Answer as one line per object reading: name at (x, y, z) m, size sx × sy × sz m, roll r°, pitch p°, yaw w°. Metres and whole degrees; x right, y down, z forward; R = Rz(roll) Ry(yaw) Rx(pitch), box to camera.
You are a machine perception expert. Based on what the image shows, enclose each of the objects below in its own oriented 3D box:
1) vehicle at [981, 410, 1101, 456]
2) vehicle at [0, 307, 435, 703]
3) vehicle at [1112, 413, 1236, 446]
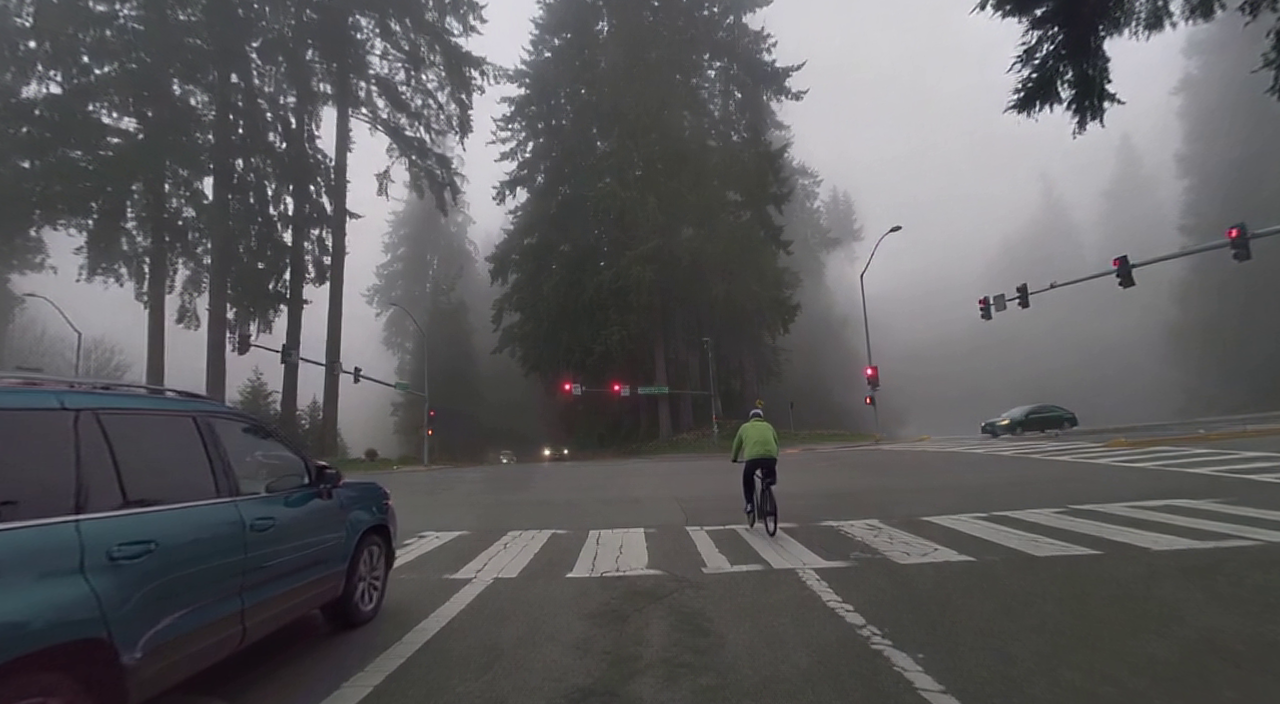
vehicle at (18.576, 3.788, 29.309) m, size 4.237 × 1.948 × 1.997 m, roll 0°, pitch -9°, yaw -9°
vehicle at (-2.960, 0.990, 3.533) m, size 2.049 × 1.756 × 4.602 m, roll 0°, pitch -8°, yaw 0°
vehicle at (25.740, 3.778, 30.415) m, size 4.716 × 1.507 × 1.904 m, roll 2°, pitch -9°, yaw -11°
